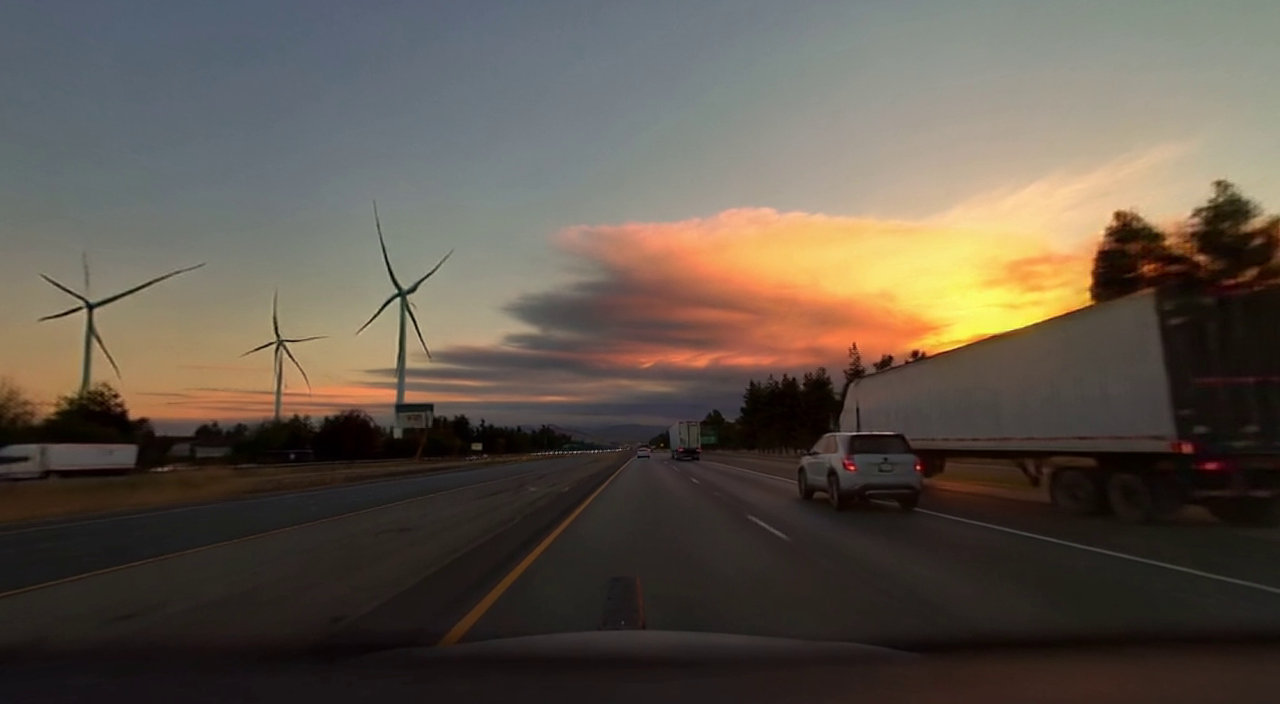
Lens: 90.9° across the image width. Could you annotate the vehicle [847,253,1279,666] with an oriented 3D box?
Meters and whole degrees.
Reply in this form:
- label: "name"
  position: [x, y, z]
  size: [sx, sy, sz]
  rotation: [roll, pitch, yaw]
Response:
- label: "vehicle"
  position: [4.522, 1.053, 6.787]
  size: [2.609, 2.648, 5.397]
  rotation: [0, -9, -1]
